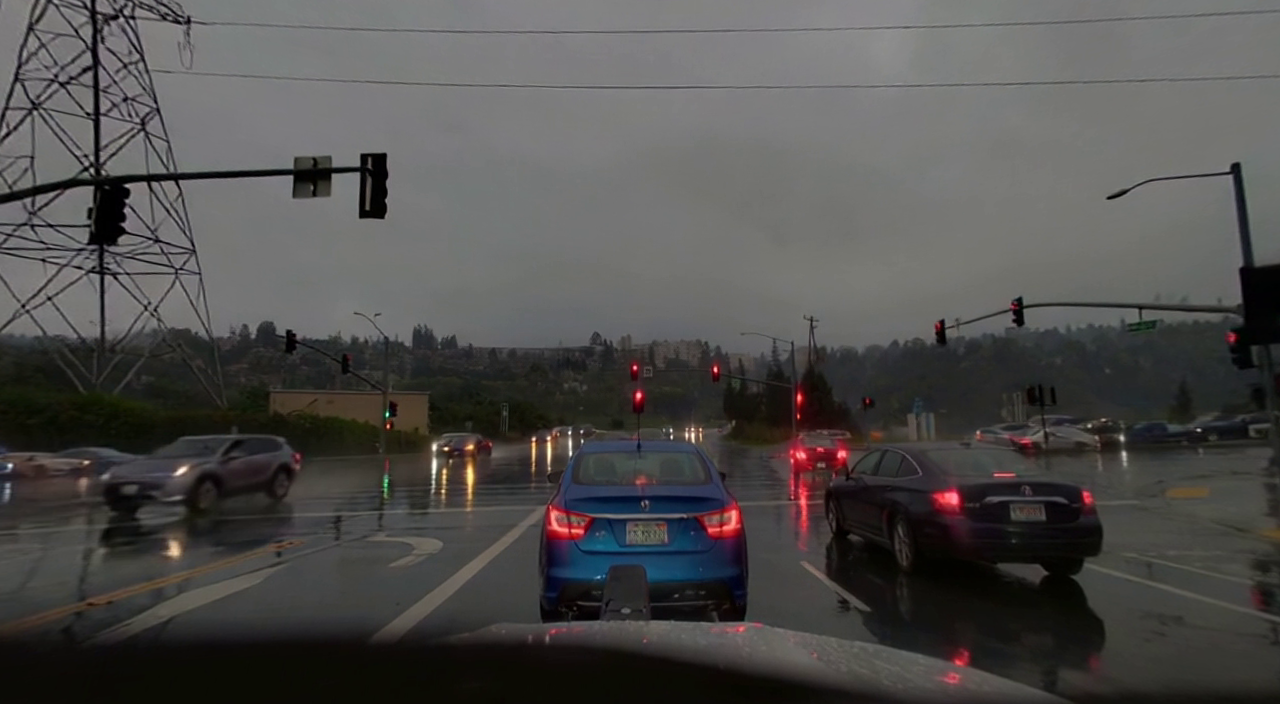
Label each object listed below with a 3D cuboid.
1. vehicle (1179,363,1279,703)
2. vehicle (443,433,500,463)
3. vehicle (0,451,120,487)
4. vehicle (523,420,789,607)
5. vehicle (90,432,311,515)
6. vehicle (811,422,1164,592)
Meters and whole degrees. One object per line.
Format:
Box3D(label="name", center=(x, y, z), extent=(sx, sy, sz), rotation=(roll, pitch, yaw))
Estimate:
Box3D(label="vehicle", center=(3.409, 0.587, 0.625), extent=(1.926, 1.614, 4.330), rotation=(0, -8, 1))
Box3D(label="vehicle", center=(-9.306, 5.358, 35.168), extent=(1.910, 1.537, 4.123), rotation=(-1, -8, 3))
Box3D(label="vehicle", center=(-25.908, 5.113, 27.765), extent=(4.263, 1.464, 1.895), rotation=(0, -8, -1))
Box3D(label="vehicle", center=(0.115, 1.595, 7.127), extent=(2.117, 1.474, 4.036), rotation=(0, -8, 0))
Box3D(label="vehicle", center=(-9.782, 2.714, 14.582), extent=(1.910, 1.597, 4.334), rotation=(0, -8, 1))
Box3D(label="vehicle", center=(3.656, 1.682, 7.720), extent=(1.835, 1.473, 4.190), rotation=(0, -8, -2))
